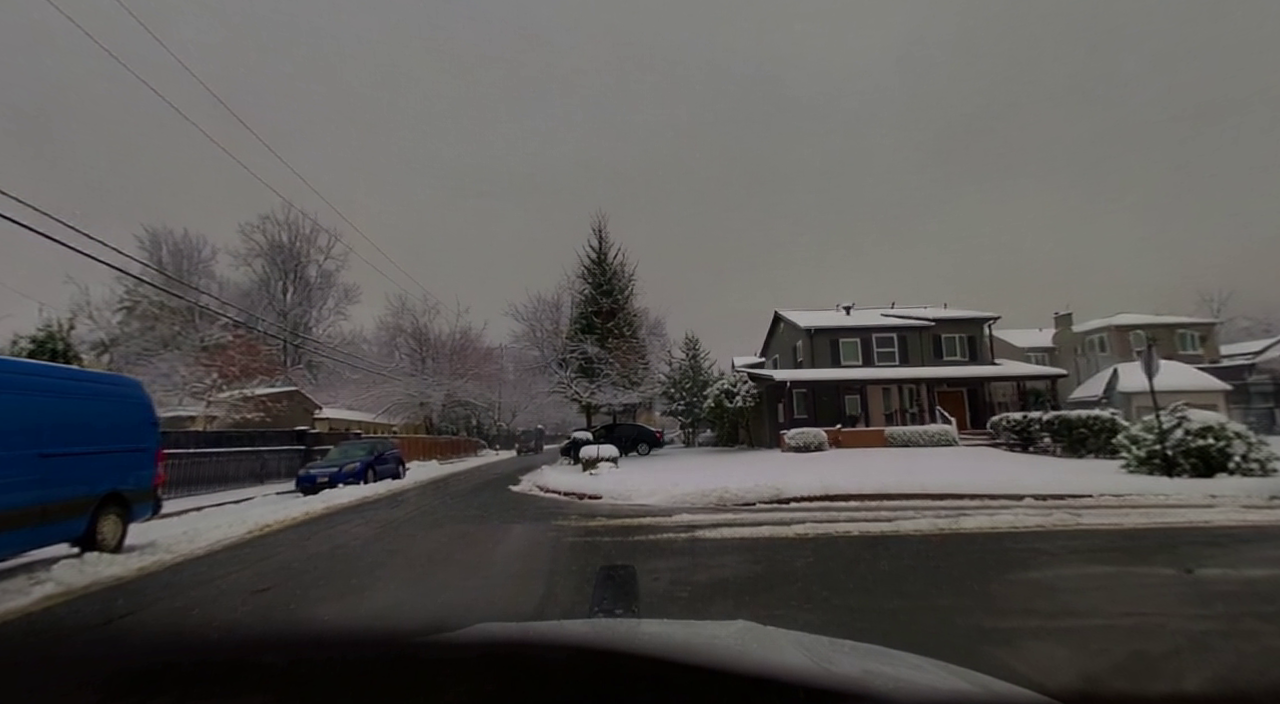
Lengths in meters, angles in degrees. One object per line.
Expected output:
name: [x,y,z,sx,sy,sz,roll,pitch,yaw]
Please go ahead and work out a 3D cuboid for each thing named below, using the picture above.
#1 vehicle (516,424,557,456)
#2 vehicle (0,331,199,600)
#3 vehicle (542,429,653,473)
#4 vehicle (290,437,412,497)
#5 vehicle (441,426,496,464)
vehicle: [-6.925,5.957,42.649,2.219,1.984,4.712,0,-8,-3]
vehicle: [-7.105,1.054,5.411,2.284,2.500,7.006,-2,-6,-6]
vehicle: [-1.450,3.546,22.904,1.827,1.436,4.070,-6,-9,35]
vehicle: [-8.257,3.271,18.451,1.899,1.524,4.082,0,-8,-4]
vehicle: [-9.524,5.202,35.450,2.042,1.937,4.960,0,-8,-4]
